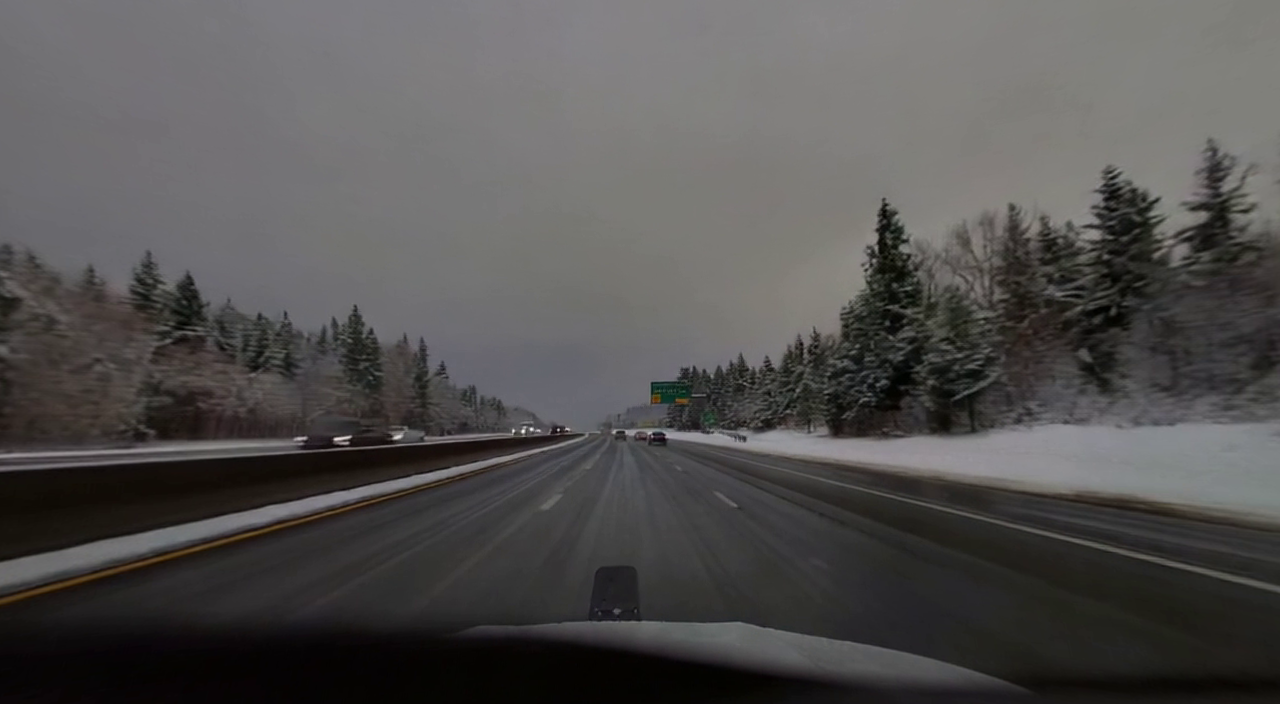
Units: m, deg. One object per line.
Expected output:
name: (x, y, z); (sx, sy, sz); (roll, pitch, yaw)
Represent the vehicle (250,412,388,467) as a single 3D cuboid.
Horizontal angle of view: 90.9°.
vehicle: (-12.529, 3.499, 25.278); (2.572, 1.914, 5.882); (0, -8, -2)
